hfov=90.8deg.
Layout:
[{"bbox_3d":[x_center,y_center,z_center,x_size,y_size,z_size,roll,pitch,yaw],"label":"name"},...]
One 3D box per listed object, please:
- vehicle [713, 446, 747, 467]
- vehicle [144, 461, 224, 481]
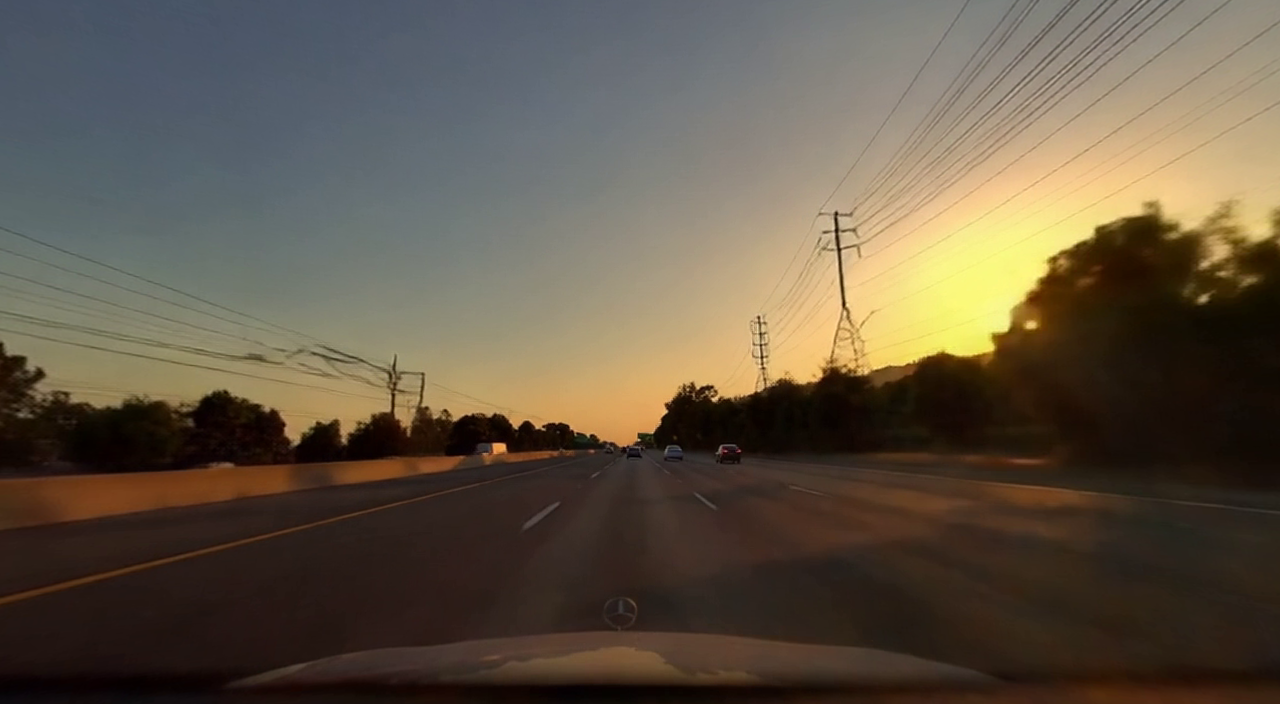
[{"bbox_3d":[6.628,7.704,46.758,1.817,1.440,4.075,0,-8,-1],"label":"vehicle"},{"bbox_3d":[-35.776,9.350,49.777,2.223,1.303,5.598,0,-8,0],"label":"vehicle"}]
